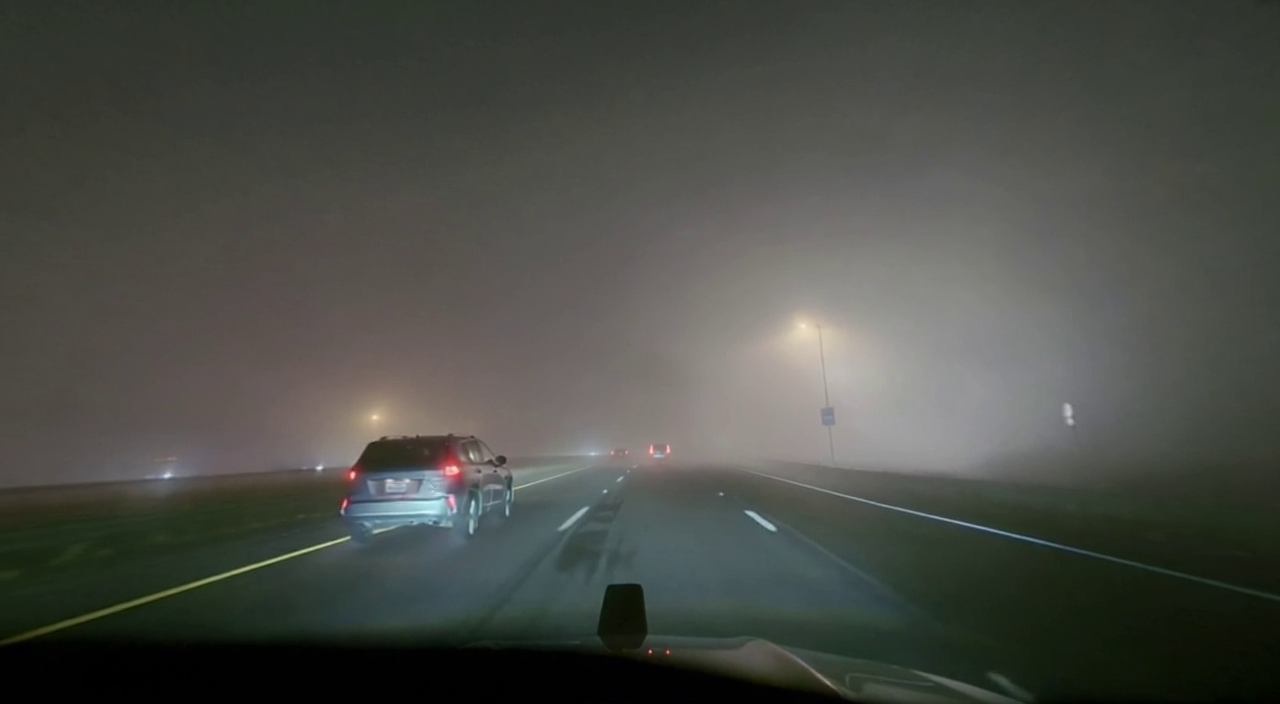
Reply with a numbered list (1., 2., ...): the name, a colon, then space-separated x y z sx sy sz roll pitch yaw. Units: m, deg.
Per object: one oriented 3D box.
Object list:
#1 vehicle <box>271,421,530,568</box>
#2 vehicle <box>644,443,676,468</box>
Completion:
1. vehicle: -3.216 2.009 9.716 2.143 1.693 4.513 -1 -9 1
2. vehicle: 1.309 7.039 43.135 2.073 1.621 3.993 -1 -8 1
